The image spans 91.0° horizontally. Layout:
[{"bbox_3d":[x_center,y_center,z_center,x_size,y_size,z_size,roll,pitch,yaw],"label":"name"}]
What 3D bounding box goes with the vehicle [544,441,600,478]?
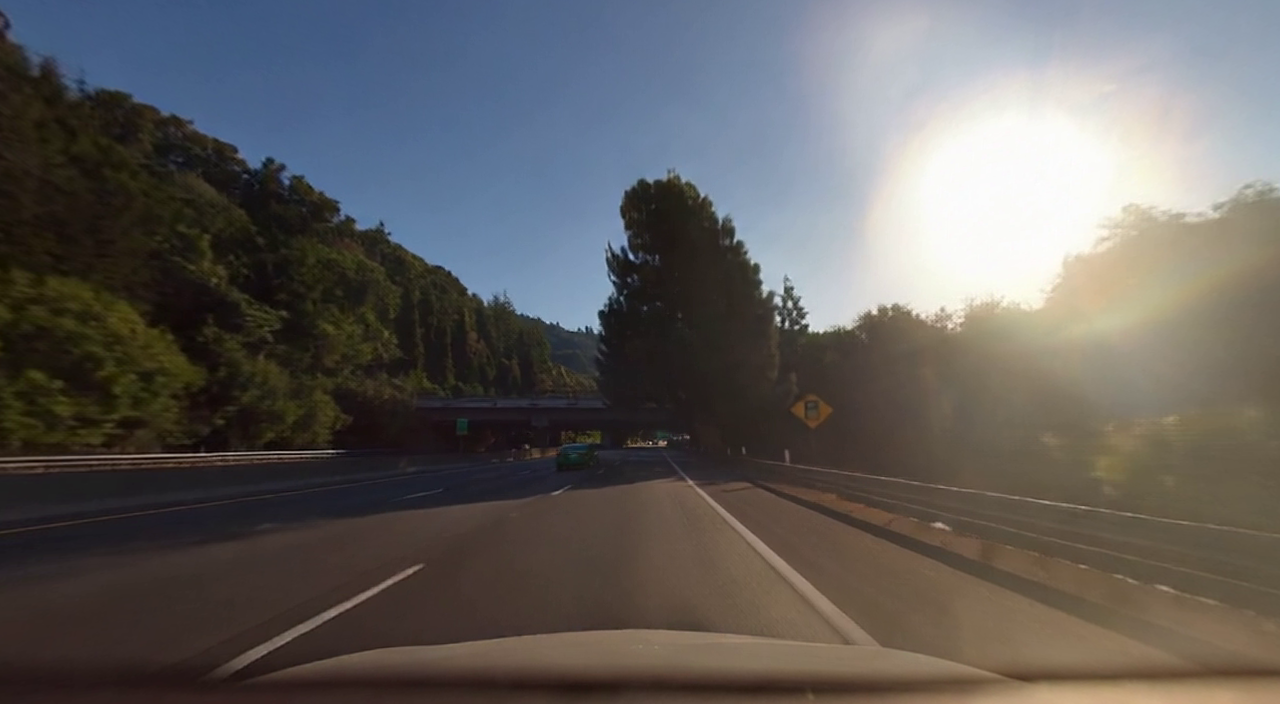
[{"bbox_3d":[-3.026,4.862,28.838,2.015,1.561,4.469,0,-8,1],"label":"vehicle"}]
